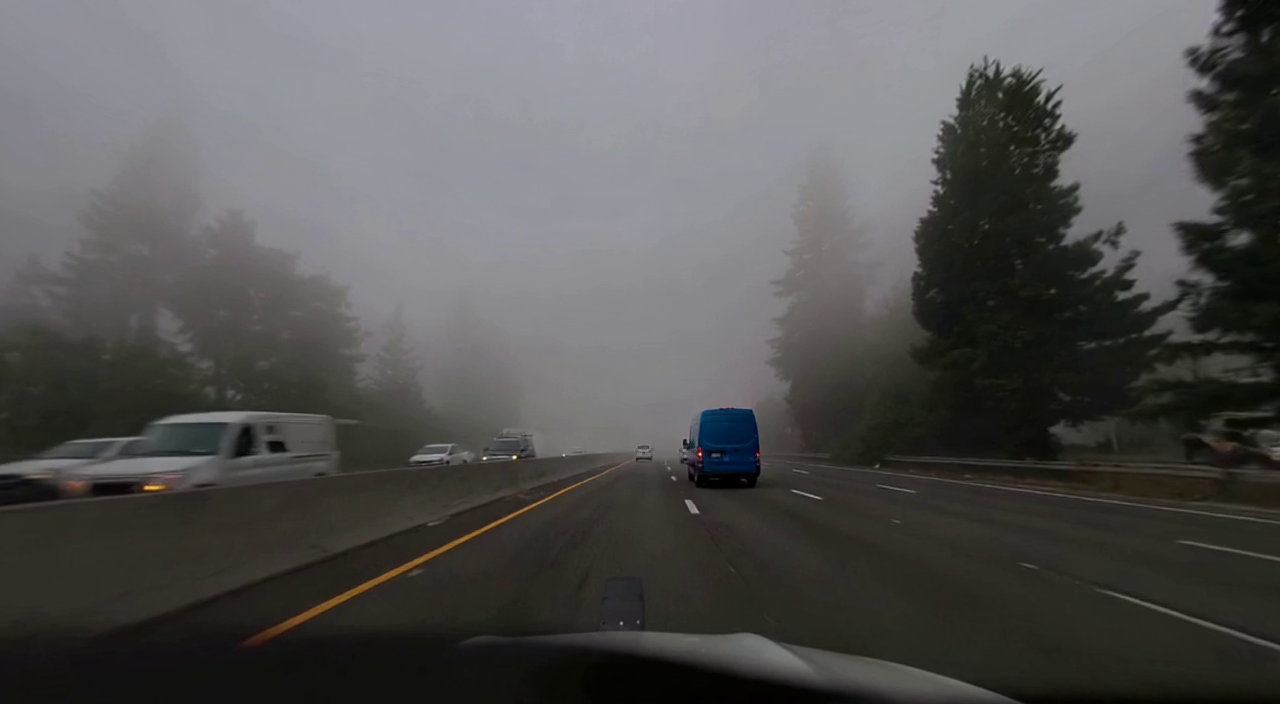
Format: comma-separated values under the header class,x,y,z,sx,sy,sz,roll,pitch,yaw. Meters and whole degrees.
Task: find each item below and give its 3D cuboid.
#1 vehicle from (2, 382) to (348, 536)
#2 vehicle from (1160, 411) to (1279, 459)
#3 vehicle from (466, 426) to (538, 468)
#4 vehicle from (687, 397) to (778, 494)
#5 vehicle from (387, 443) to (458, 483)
class,x,y,z,sx,sy,sz,roll,pitch,yaw
vehicle,-8.174,1.999,12.123,2.298,2.253,5.438,-1,-9,2
vehicle,28.642,4.026,30.017,2.398,2.050,5.776,1,-9,-6
vehicle,-7.269,5.124,34.059,2.237,2.014,6.330,-1,-9,2
vehicle,3.275,3.582,24.147,2.460,3.155,6.902,0,-9,0
vehicle,-11.263,5.768,33.051,2.038,1.929,4.288,0,-9,2
